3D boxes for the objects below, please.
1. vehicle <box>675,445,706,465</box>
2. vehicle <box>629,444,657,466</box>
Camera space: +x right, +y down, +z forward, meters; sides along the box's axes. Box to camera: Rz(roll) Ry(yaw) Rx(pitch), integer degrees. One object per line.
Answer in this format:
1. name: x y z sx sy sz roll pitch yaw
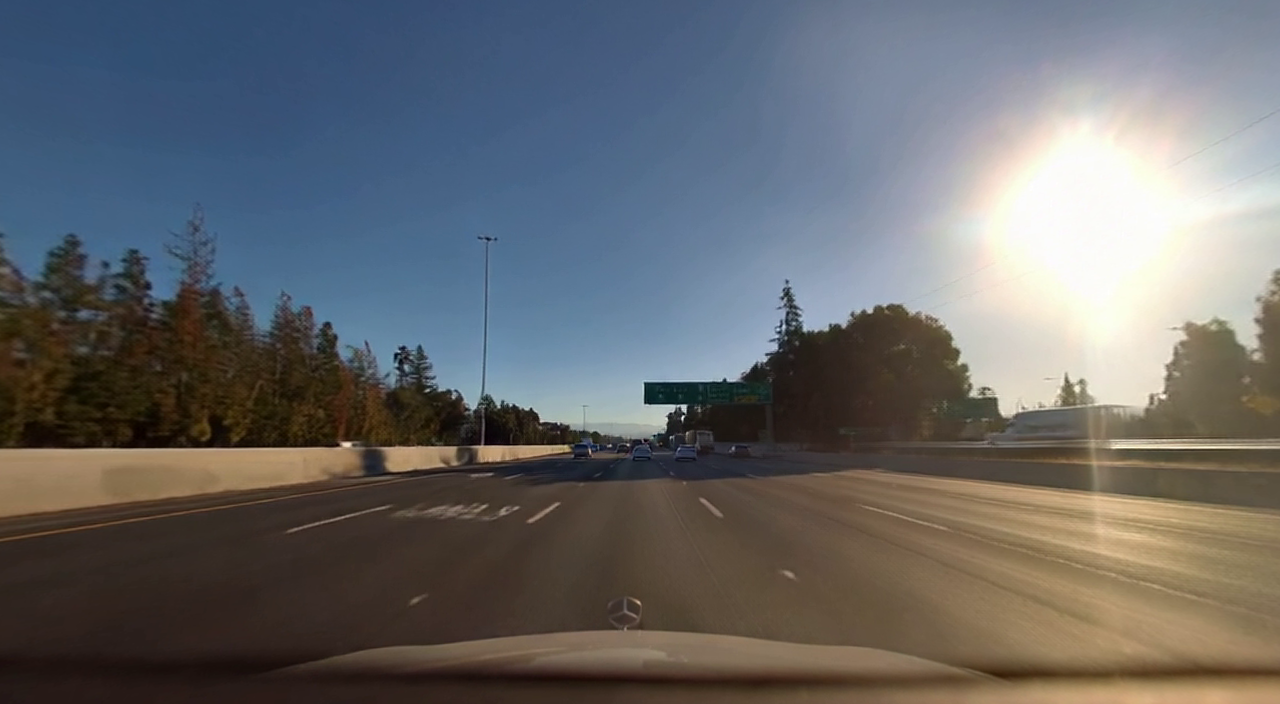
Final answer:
1. vehicle: 3.865 7.977 48.809 2.076 1.506 4.050 0 -9 1
2. vehicle: 0.205 7.965 48.861 2.066 1.562 4.198 0 -9 0
